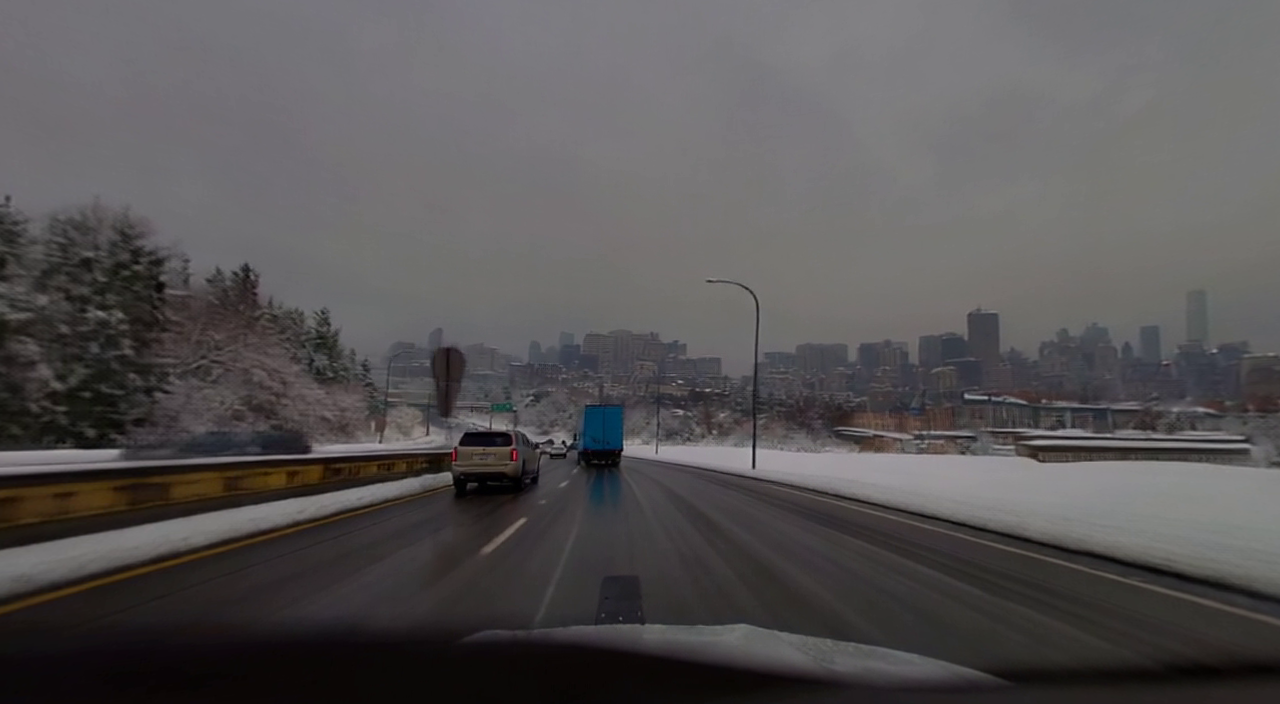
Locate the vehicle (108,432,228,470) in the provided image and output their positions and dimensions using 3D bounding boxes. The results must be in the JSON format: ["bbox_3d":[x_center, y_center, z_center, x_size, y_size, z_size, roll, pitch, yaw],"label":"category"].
[{"bbox_3d":[-20.386,4.309,27.479,1.926,1.488,4.413,1,-9,-2],"label":"vehicle"}]

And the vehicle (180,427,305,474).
[{"bbox_3d":[-13.881,3.493,22.332,1.829,1.490,4.148,1,-9,-2],"label":"vehicle"}]

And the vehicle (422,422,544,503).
[{"bbox_3d":[-3.745,2.732,15.925,2.041,1.734,4.391,1,-9,-2],"label":"vehicle"}]

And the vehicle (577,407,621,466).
[{"bbox_3d":[-3.293,6.740,49.643,2.959,3.975,12.918,1,-9,-4],"label":"vehicle"}]
